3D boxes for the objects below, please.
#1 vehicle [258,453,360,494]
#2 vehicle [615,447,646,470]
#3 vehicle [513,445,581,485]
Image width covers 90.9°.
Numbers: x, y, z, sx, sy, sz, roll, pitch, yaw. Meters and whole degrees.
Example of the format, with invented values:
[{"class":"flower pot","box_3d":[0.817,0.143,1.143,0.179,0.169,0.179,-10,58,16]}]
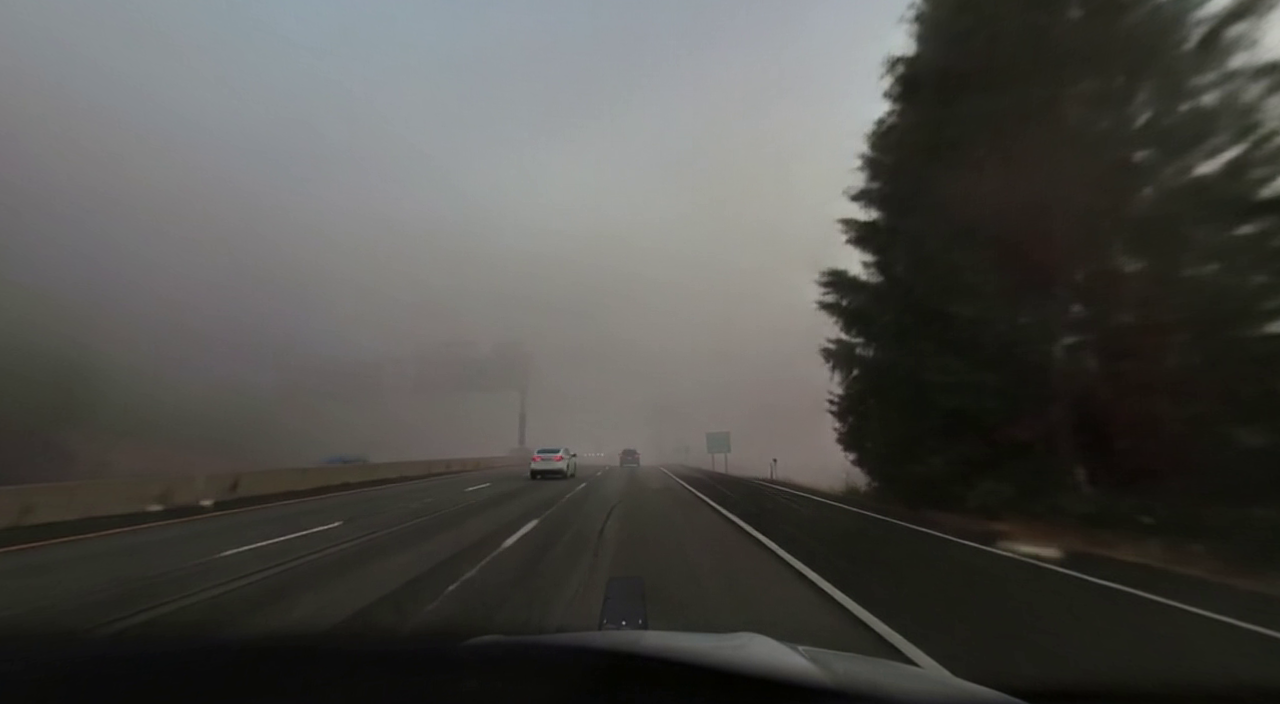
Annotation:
[{"class":"vehicle","box_3d":[-13.550,4.958,26.132,1.939,1.475,4.365,0,-8,-1]},{"class":"vehicle","box_3d":[-0.711,7.537,44.809,2.100,1.471,3.956,0,-8,-1]},{"class":"vehicle","box_3d":[-3.744,4.625,26.261,2.067,1.509,4.551,0,-8,1]}]
